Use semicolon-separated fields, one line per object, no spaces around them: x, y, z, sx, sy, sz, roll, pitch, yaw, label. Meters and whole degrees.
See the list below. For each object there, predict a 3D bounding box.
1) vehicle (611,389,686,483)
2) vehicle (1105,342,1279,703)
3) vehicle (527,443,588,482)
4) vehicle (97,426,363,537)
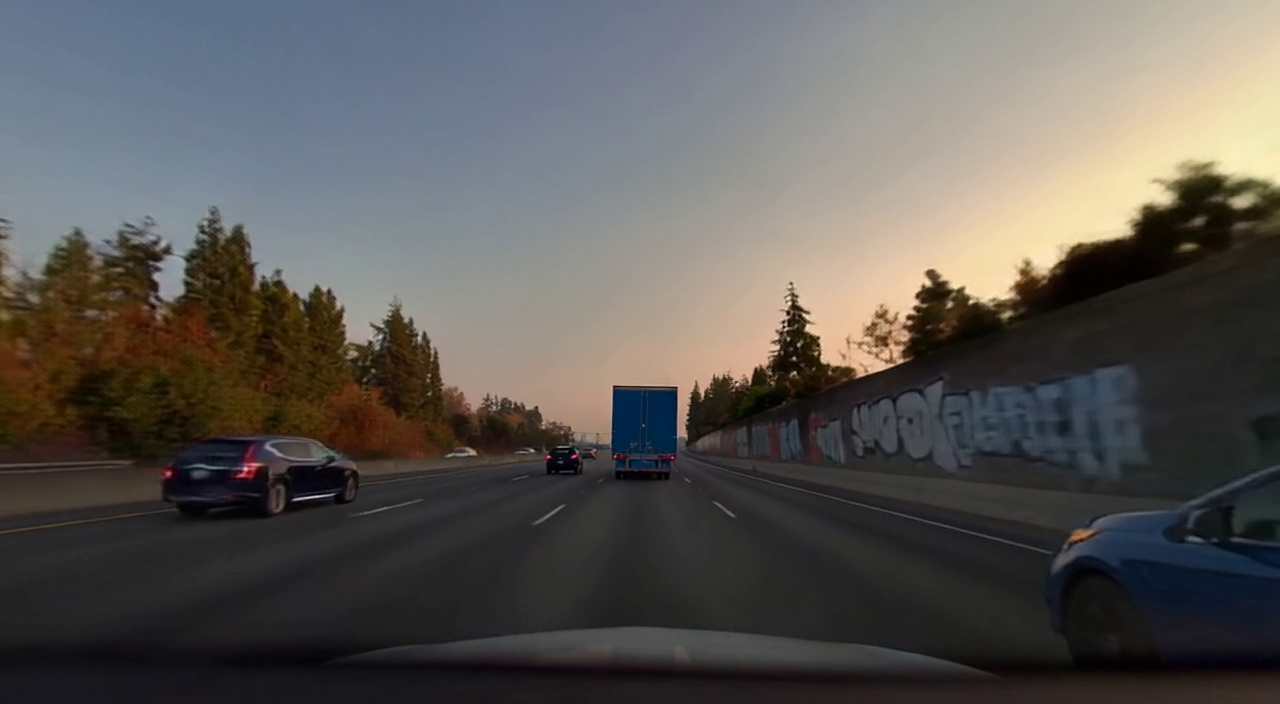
0.247;4.068;29.769;2.915;3.661;9.741;0;-9;-1;vehicle
3.660;0.596;1.157;2.205;1.689;4.403;0;-9;0;vehicle
-3.388;4.654;26.763;2.020;1.505;4.171;0;-9;0;vehicle
-6.938;2.221;11.332;2.005;1.607;4.042;0;-9;0;vehicle
